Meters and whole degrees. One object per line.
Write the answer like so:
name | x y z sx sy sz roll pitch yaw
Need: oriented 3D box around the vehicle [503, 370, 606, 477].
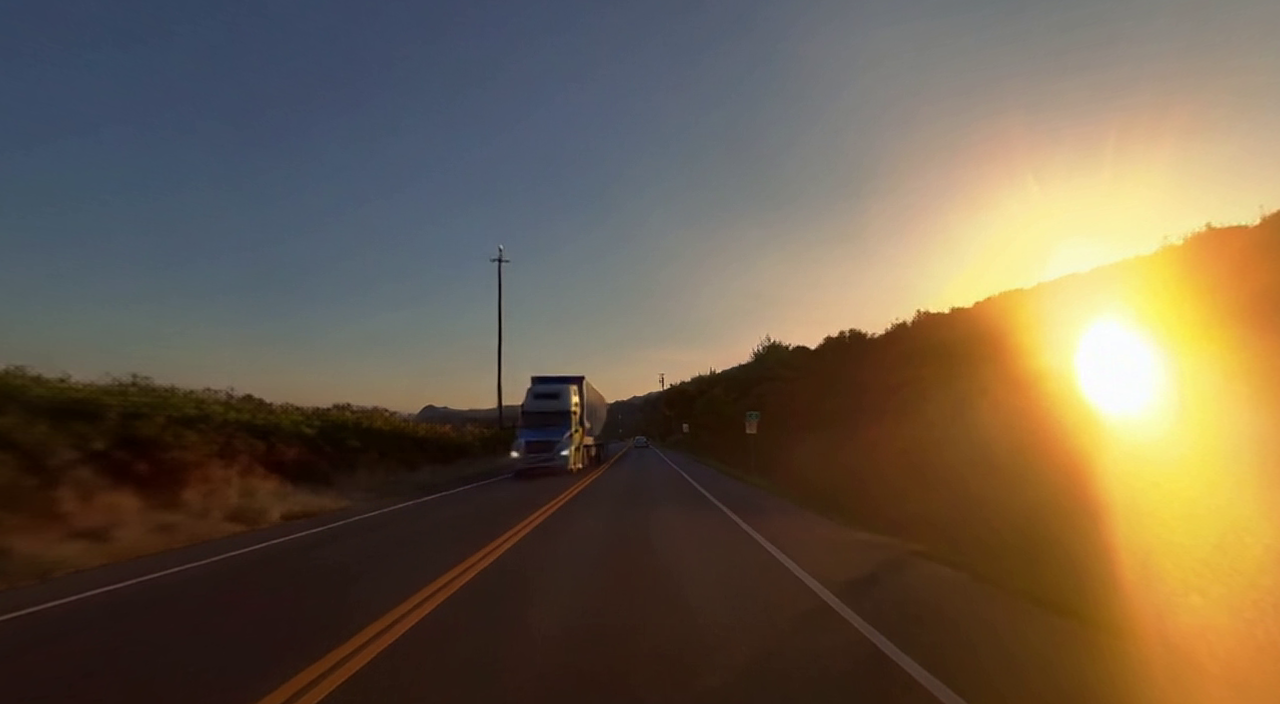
vehicle | -3.517 3.461 29.371 3.048 4.005 11.290 0 -8 1
